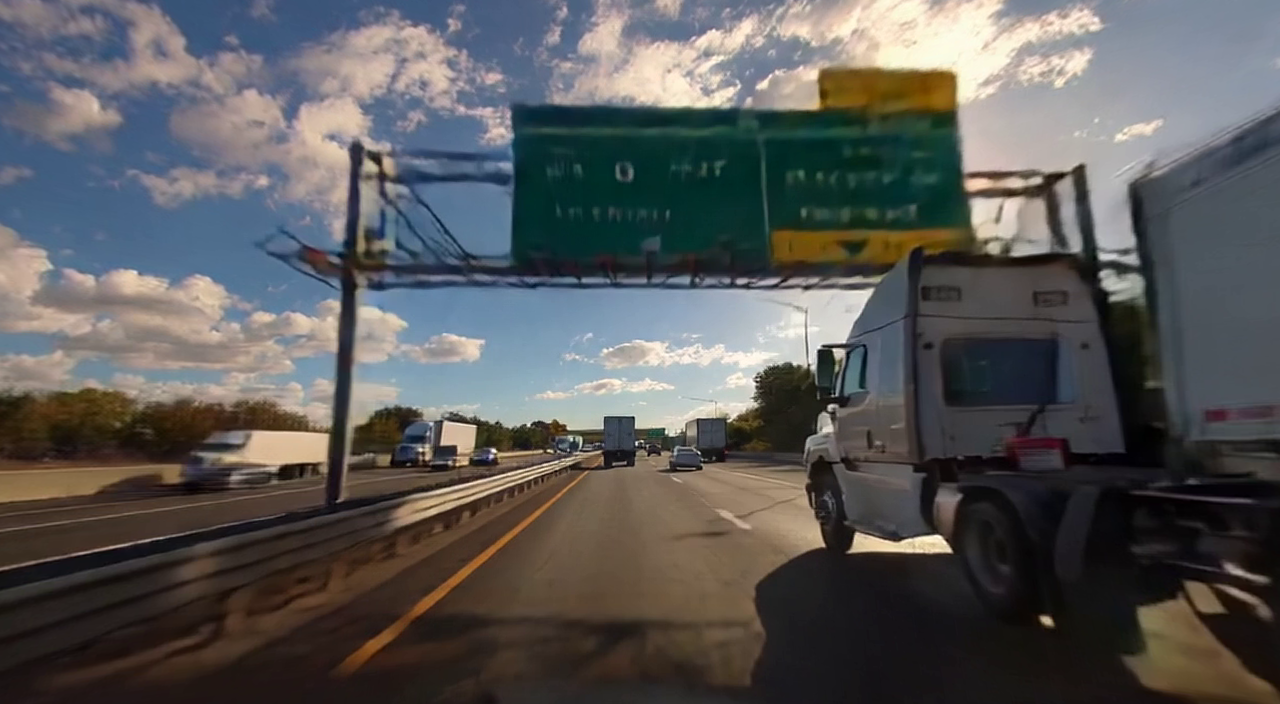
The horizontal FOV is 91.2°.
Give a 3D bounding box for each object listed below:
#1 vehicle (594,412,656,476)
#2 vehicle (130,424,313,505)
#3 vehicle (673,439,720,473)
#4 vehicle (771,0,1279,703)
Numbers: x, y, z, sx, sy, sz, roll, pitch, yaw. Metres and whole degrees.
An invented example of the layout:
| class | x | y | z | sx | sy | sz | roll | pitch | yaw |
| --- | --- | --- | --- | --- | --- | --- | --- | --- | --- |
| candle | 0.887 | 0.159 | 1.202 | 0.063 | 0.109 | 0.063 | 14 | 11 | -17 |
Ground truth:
| class | x | y | z | sx | sy | sz | roll | pitch | yaw |
| --- | --- | --- | --- | --- | --- | --- | --- | --- | --- |
| vehicle | -0.571 | 4.470 | 30.341 | 2.506 | 2.743 | 6.093 | -1 | -9 | 3 |
| vehicle | -13.676 | 3.702 | 21.082 | 2.425 | 2.339 | 5.273 | 0 | -9 | 0 |
| vehicle | 2.948 | 5.552 | 33.579 | 2.127 | 1.642 | 3.899 | 0 | -9 | -1 |
| vehicle | 3.847 | 0.215 | 5.345 | 2.972 | 4.007 | 10.643 | 0 | -9 | -1 |
